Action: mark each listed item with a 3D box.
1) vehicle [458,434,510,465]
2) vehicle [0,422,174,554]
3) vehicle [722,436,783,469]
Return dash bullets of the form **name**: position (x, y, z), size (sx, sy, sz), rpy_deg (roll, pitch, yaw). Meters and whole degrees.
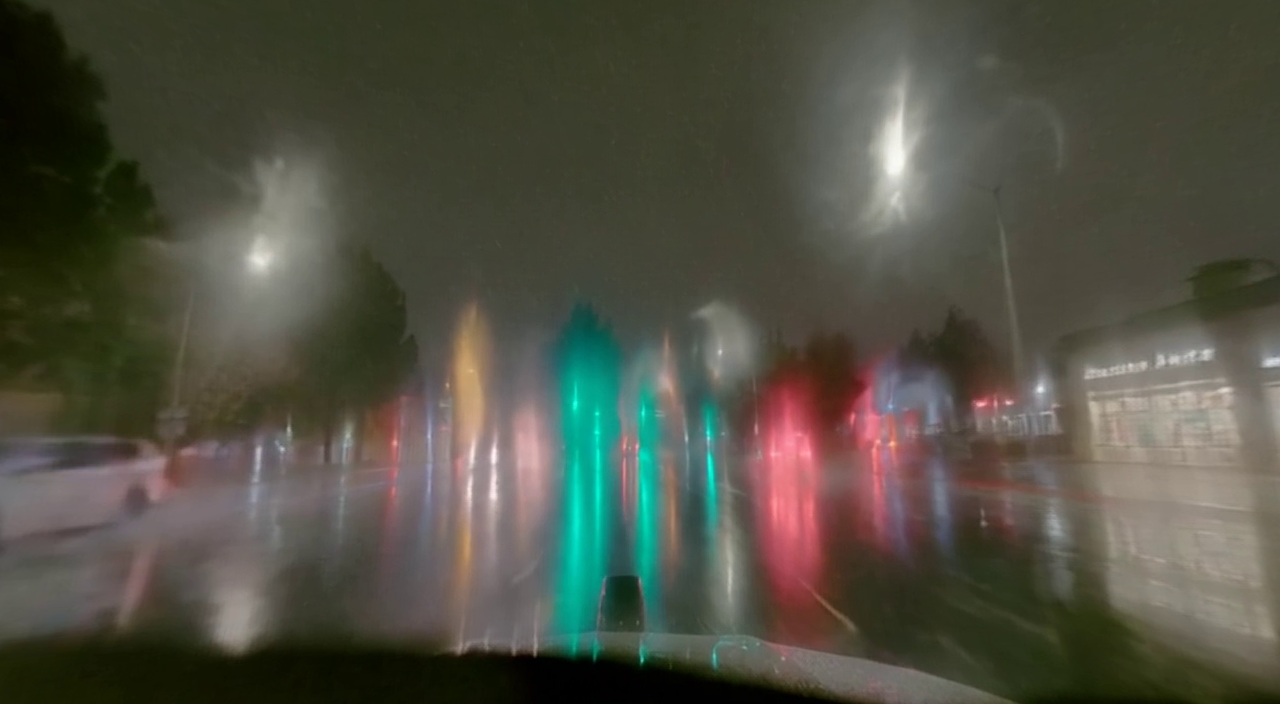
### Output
- **vehicle**: position (-10.900, 6.863, 44.675), size (2.290, 1.989, 5.924), rpy_deg (-1, -8, -1)
- **vehicle**: position (-9.421, 1.918, 9.135), size (2.067, 1.712, 4.489), rpy_deg (-1, -8, -3)
- **vehicle**: position (5.492, 4.974, 31.512), size (2.024, 1.475, 4.600), rpy_deg (-1, -8, -2)
